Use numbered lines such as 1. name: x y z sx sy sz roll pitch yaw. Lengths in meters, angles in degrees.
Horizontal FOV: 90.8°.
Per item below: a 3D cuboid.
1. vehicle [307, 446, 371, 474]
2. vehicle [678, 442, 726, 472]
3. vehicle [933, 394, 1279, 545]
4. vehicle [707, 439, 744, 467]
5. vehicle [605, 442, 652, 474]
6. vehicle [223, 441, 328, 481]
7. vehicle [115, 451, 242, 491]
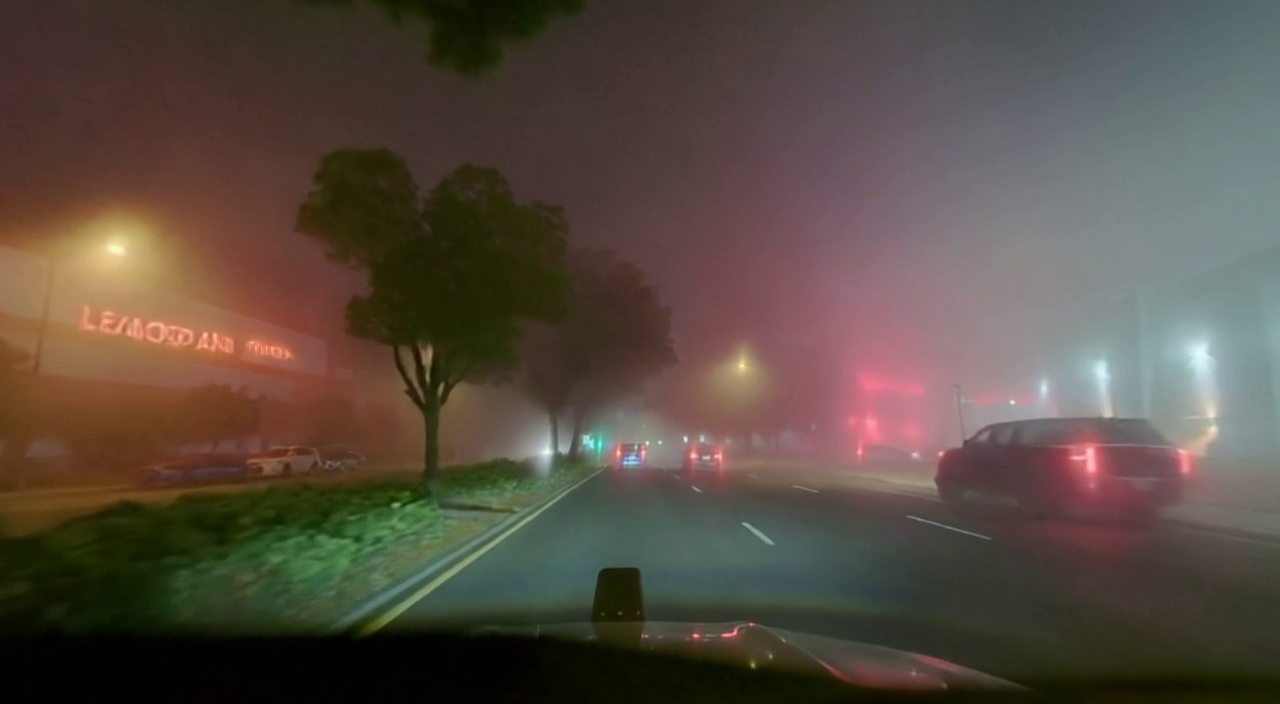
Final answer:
1. vehicle: -19.528 7.027 41.221 2.019 1.687 4.484 0 -8 -2
2. vehicle: 3.238 5.614 33.910 1.993 1.477 4.240 0 -8 -3
3. vehicle: 10.261 2.609 14.930 3.082 2.655 7.381 0 -8 0
4. vehicle: 6.437 7.686 48.297 2.052 1.990 4.736 0 -8 -2
5. vehicle: -0.572 5.061 30.439 2.101 1.444 4.248 0 -8 -1
6. vehicle: -19.336 5.775 33.890 2.241 1.891 5.637 0 -8 0
7. vehicle: -19.425 4.981 26.915 1.874 1.483 4.742 0 -8 0
